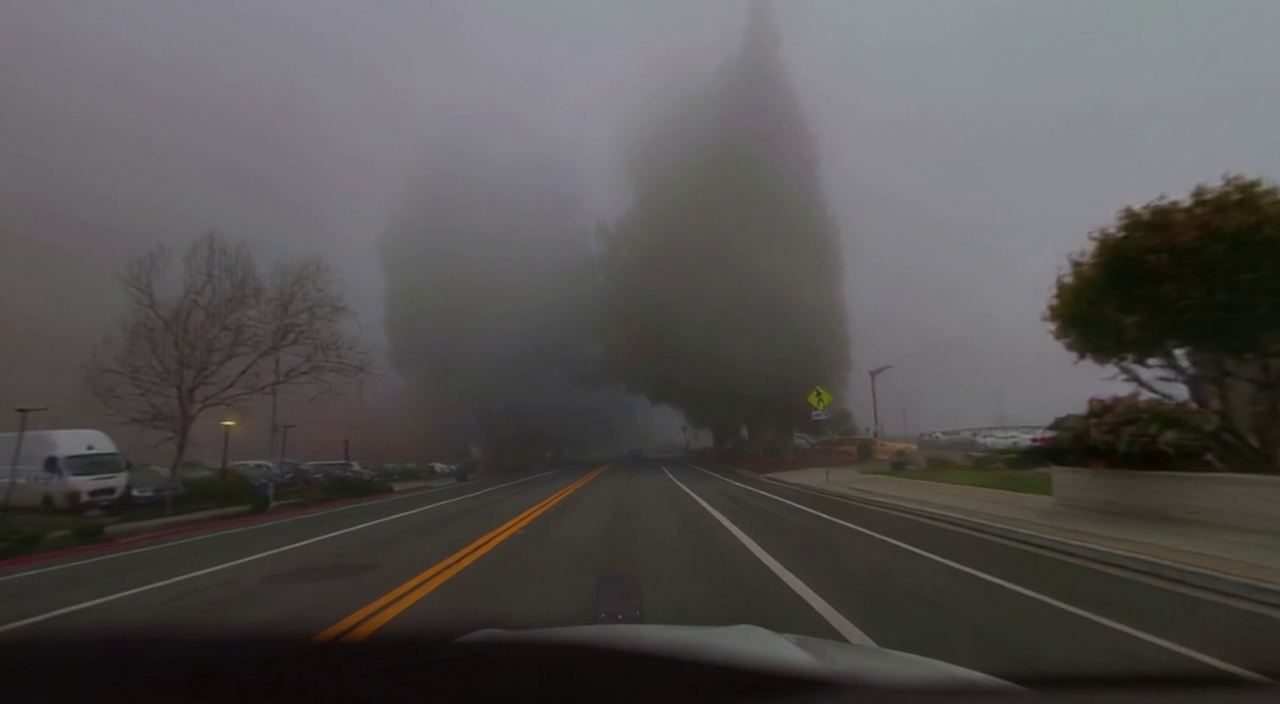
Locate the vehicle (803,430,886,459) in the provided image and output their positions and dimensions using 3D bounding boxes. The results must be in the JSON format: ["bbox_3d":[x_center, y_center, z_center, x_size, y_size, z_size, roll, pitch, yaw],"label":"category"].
[{"bbox_3d":[12.855,5.831,39.707,4.632,1.701,1.975,-5,-10,27],"label":"vehicle"}]

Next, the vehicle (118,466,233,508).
[{"bbox_3d":[-18.835,5.417,25.609,4.295,1.486,1.881,-5,-10,26],"label":"vehicle"}]

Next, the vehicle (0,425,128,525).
[{"bbox_3d":[-19.459,3.791,19.942,5.971,2.749,2.293,-4,-9,22],"label":"vehicle"}]
